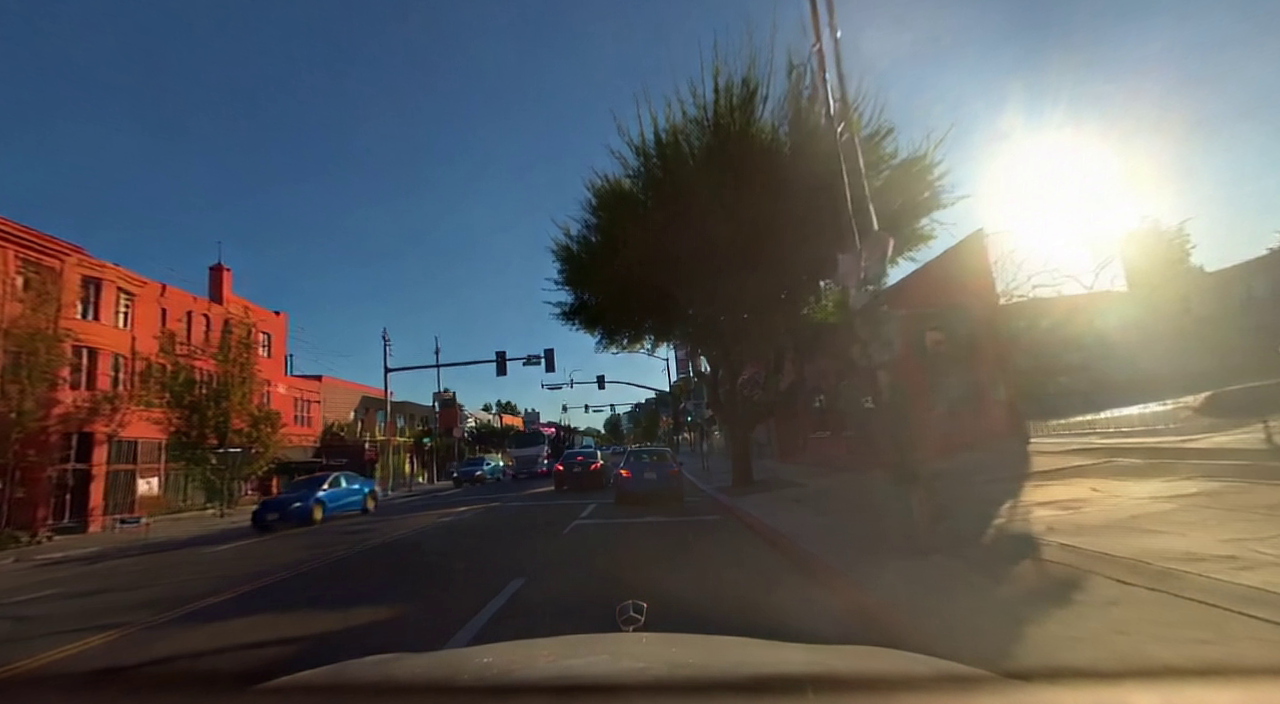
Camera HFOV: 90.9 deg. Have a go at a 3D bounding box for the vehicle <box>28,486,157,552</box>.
[{"bbox_3d":[-17.437,5.184,19.999,4.584,1.504,2.124,-7,-10,37],"label":"vehicle"}]

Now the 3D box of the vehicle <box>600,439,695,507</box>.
[{"bbox_3d":[0.185,2.980,15.995,2.094,1.478,3.922,0,-8,1],"label":"vehicle"}]

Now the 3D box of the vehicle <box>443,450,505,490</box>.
[{"bbox_3d":[-8.793,6.255,33.762,2.067,1.820,4.509,-3,-9,1],"label":"vehicle"}]

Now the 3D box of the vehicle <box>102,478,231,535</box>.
[{"bbox_3d":[-17.092,5.567,22.742,4.266,1.486,1.907,-13,-15,25],"label":"vehicle"}]

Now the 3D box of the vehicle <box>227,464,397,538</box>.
[{"bbox_3d":[-8.589,3.901,17.112,2.118,1.473,4.642,-3,-9,1],"label":"vehicle"}]

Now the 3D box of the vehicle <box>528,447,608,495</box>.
[{"bbox_3d":[-2.328,4.020,21.751,2.099,1.424,4.843,-1,-8,1],"label":"vehicle"}]

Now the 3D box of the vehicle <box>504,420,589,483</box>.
[{"bbox_3d":[-5.339,5.906,37.522,2.795,3.160,8.321,-4,-9,7],"label":"vehicle"}]
